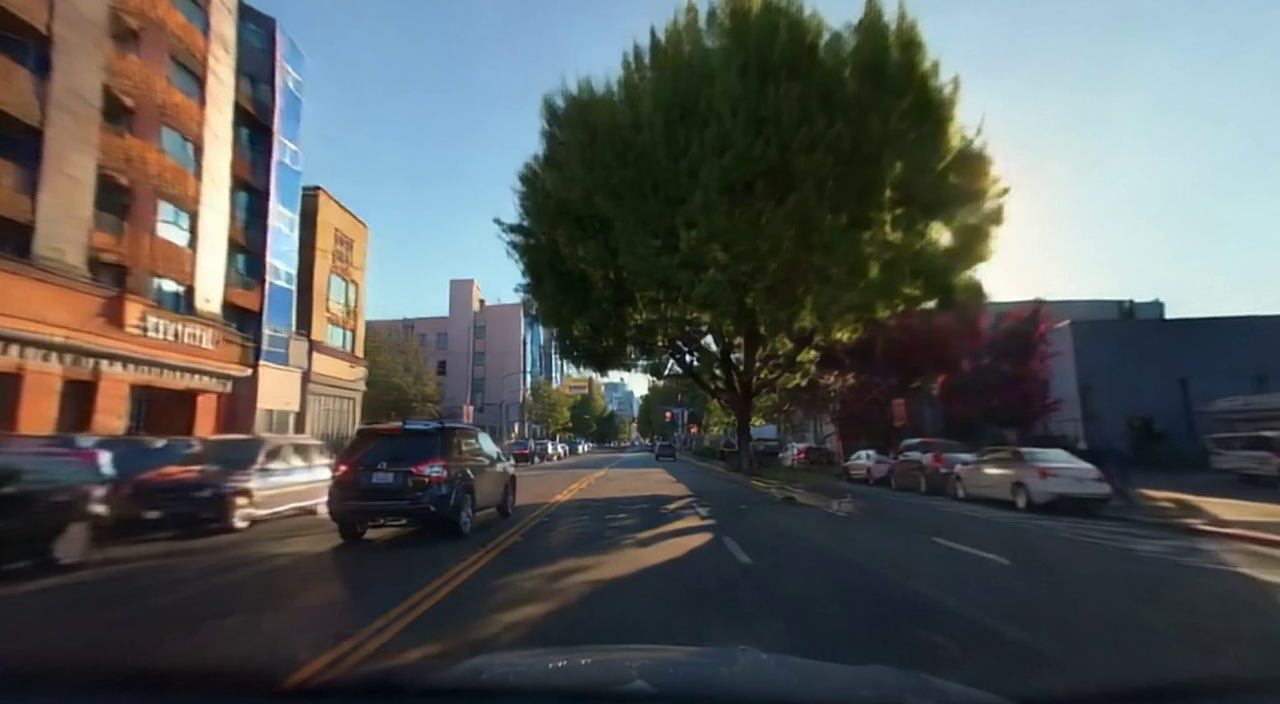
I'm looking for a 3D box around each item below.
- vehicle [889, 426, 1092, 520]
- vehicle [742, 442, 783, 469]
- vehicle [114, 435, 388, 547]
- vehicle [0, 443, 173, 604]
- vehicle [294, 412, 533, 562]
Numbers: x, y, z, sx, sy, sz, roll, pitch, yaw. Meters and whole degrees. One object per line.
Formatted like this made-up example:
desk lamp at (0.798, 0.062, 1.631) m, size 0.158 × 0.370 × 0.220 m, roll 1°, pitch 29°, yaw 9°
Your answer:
vehicle at (9.183, 3.201, 17.404) m, size 2.249 × 2.117 × 5.743 m, roll 0°, pitch -8°, yaw 0°
vehicle at (9.294, 7.883, 48.278) m, size 2.129 × 1.929 × 5.537 m, roll -1°, pitch -8°, yaw 1°
vehicle at (-6.801, 2.437, 11.942) m, size 2.071 × 1.631 × 4.936 m, roll 0°, pitch -8°, yaw -1°
vehicle at (-6.878, 1.591, 5.792) m, size 1.832 × 1.488 × 4.405 m, roll 0°, pitch -8°, yaw 0°
vehicle at (-3.066, 1.920, 9.739) m, size 2.002 × 1.756 × 4.366 m, roll -1°, pitch -8°, yaw 1°
